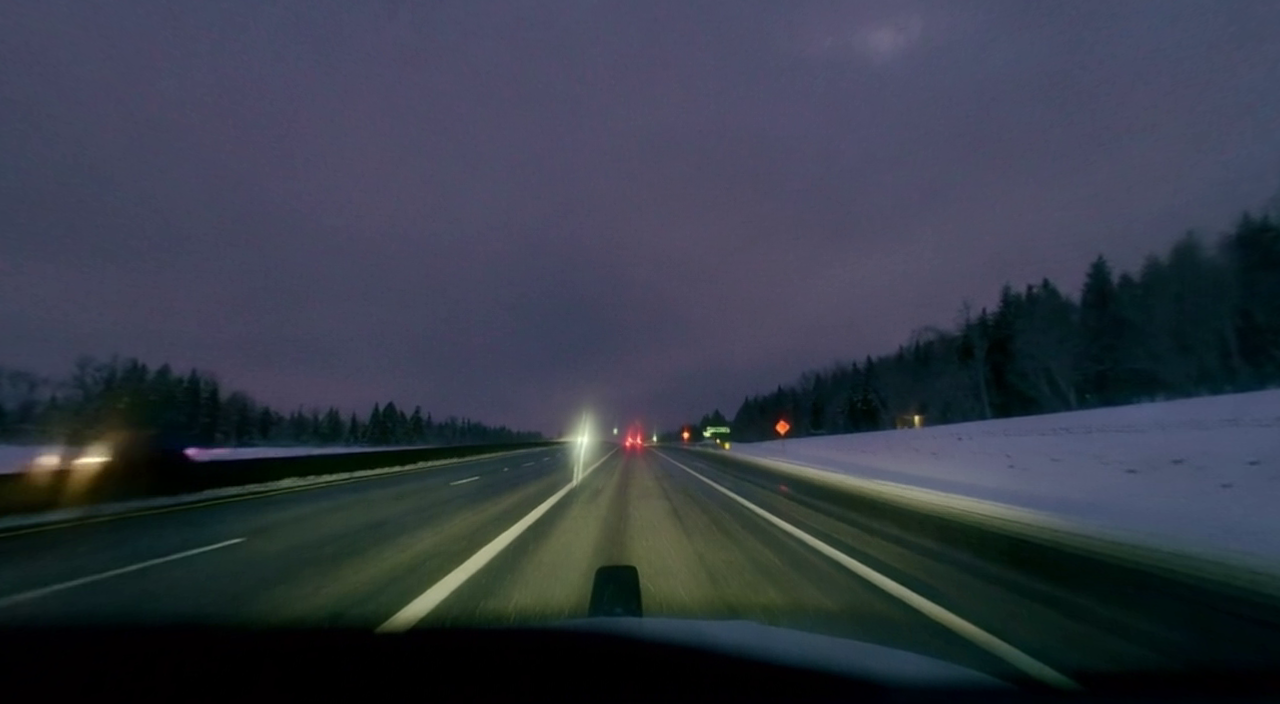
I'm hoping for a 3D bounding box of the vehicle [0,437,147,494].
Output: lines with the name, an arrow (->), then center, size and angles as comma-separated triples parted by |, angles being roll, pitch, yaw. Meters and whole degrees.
vehicle -> -19.333, 3.617, 20.662 | 2.048, 1.610, 5.199 | 0, -8, 0
